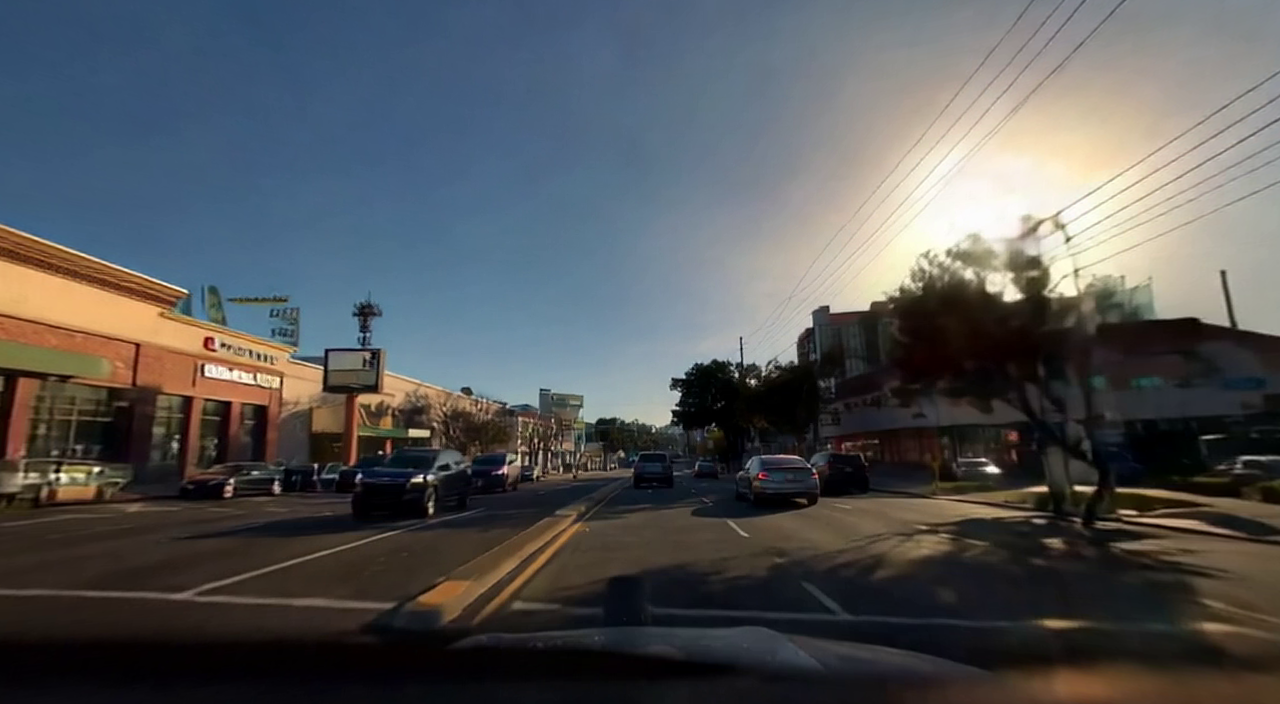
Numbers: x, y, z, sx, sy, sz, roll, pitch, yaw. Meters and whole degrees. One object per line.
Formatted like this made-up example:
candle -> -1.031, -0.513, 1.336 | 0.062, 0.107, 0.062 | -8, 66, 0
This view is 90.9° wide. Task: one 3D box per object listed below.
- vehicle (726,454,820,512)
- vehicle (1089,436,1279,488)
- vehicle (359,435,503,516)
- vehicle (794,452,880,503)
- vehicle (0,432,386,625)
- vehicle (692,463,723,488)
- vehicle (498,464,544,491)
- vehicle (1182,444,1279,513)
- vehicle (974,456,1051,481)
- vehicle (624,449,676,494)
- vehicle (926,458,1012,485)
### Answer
vehicle -> 3.929, 3.923, 19.444 | 1.963, 1.484, 4.609 | 0, -8, 1
vehicle -> 20.908, 4.293, 24.526 | 5.333, 1.796, 2.333 | -8, -12, 36
vehicle -> -5.103, 3.058, 16.146 | 2.180, 1.646, 4.467 | -3, -9, 0
vehicle -> 7.592, 4.841, 24.835 | 2.040, 1.738, 4.414 | 0, -8, 1
vehicle -> -5.083, 1.835, 7.826 | 2.041, 1.494, 4.647 | -2, -6, -1
vehicle -> 5.316, 9.768, 49.993 | 2.036, 1.719, 4.318 | 0, -8, 1
vehicle -> -7.899, 8.368, 42.310 | 1.906, 1.519, 4.797 | 0, -8, 2
vehicle -> 16.480, 3.266, 16.747 | 4.595, 1.523, 2.293 | 6, -10, -39
vehicle -> 29.075, 9.114, 49.354 | 4.538, 1.836, 2.180 | 0, -9, 2
vehicle -> 0.508, 5.486, 29.328 | 2.210, 1.861, 4.280 | 0, -8, 2
vehicle -> 22.635, 8.230, 43.528 | 4.718, 1.628, 2.008 | -3, -9, 5
